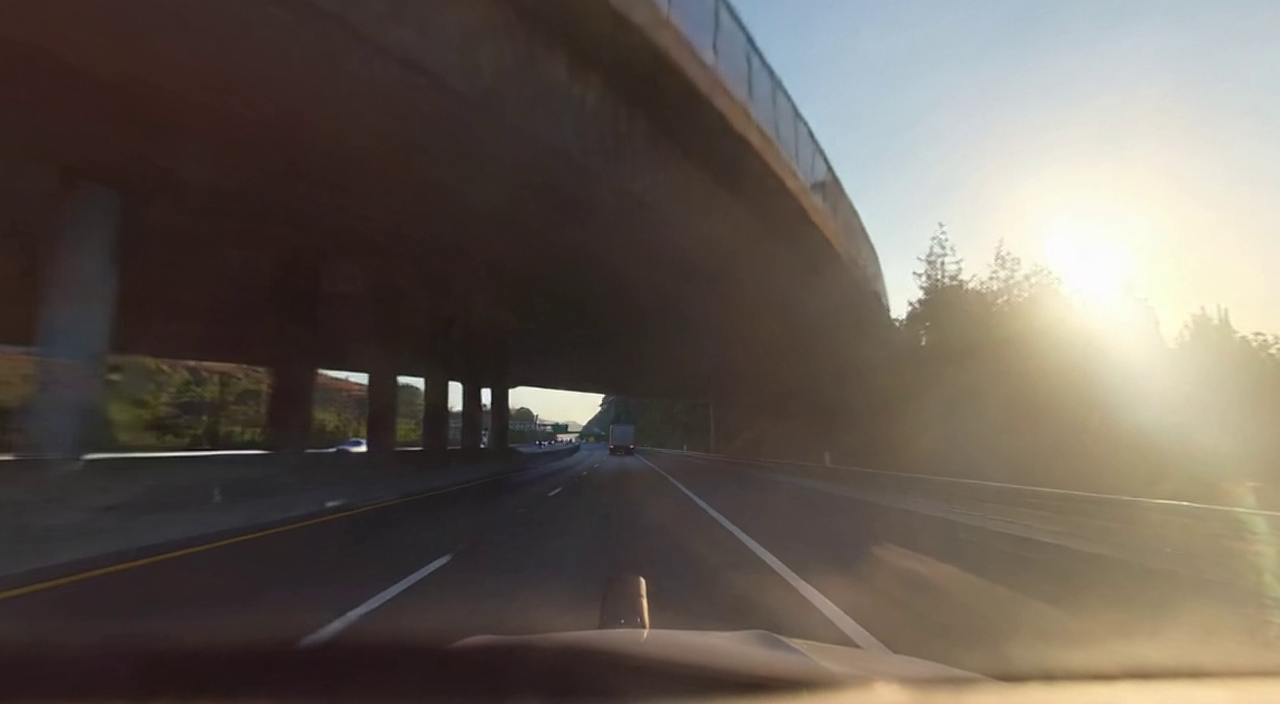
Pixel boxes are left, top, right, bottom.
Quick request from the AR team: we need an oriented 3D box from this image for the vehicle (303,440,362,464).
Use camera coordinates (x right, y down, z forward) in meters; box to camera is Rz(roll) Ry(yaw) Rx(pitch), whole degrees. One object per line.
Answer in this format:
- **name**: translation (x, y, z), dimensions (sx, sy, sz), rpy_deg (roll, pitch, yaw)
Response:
- **vehicle**: translation (-20.100, 6.559, 41.371), dimensions (1.769, 1.475, 4.161), rpy_deg (0, -9, 0)
